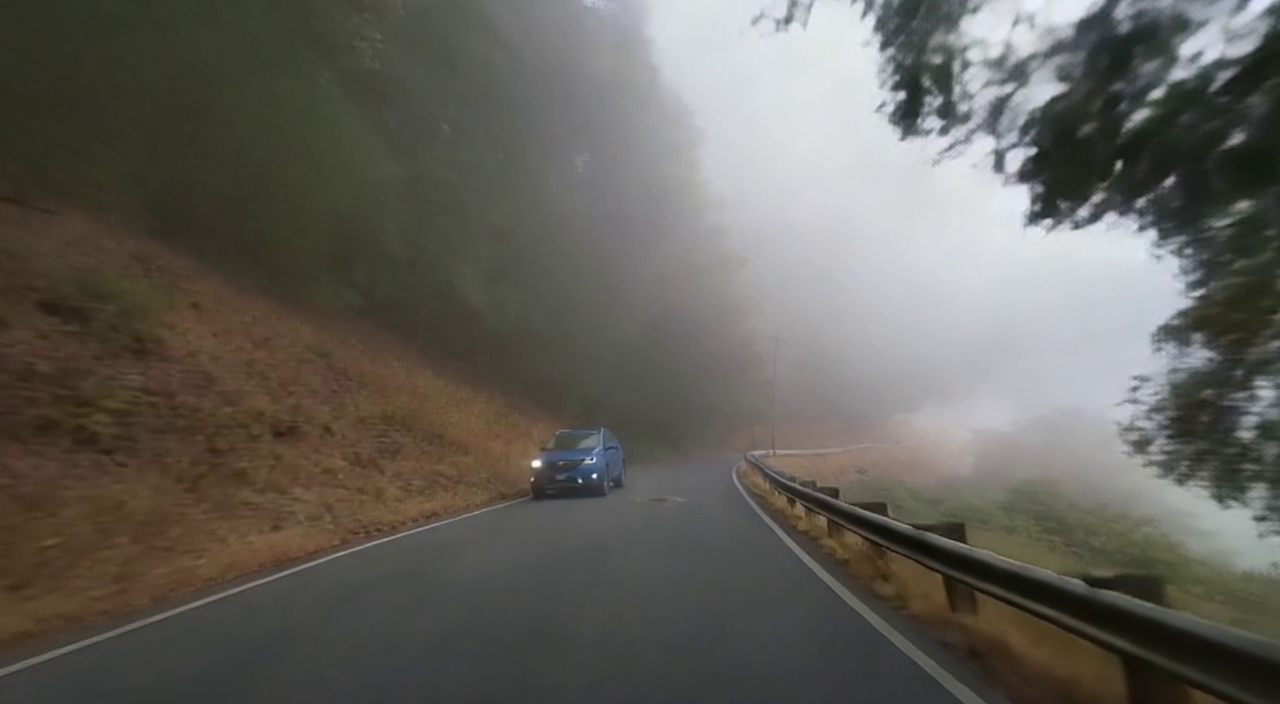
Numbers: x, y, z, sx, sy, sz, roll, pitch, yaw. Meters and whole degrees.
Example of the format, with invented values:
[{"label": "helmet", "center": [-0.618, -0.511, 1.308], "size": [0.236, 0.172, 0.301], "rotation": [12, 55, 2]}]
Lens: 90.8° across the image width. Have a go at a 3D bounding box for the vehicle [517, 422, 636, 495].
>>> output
[{"label": "vehicle", "center": [-1.606, 3.005, 18.134], "size": [2.251, 1.799, 4.776], "rotation": [-2, -8, 9]}]
